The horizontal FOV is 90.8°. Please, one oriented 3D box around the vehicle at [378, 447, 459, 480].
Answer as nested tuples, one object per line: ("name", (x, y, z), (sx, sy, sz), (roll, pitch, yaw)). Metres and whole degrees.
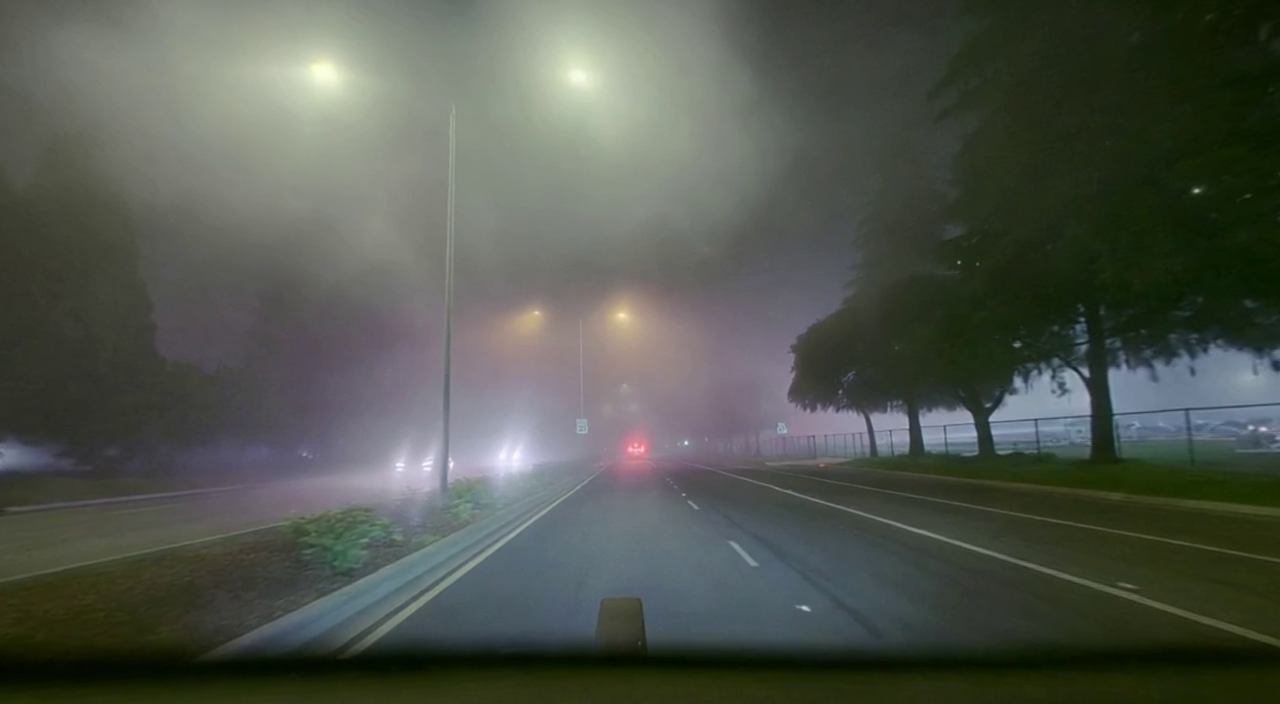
("vehicle", (-10.803, 5.461, 31.202), (2.173, 1.460, 4.661), (-1, -8, 2))
